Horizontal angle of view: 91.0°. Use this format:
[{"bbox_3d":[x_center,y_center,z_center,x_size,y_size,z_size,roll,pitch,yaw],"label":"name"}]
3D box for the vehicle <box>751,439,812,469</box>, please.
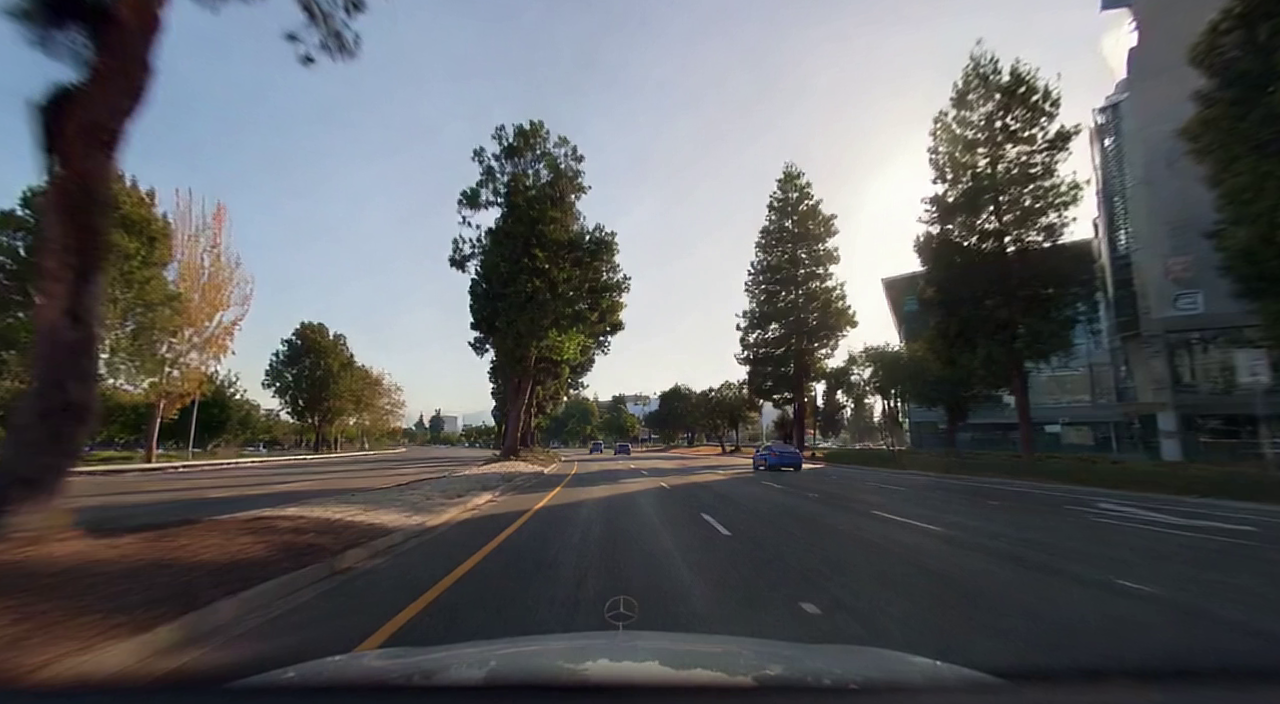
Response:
[{"bbox_3d":[7.580,5.513,34.118,1.908,1.483,4.474,1,-9,-5],"label":"vehicle"}]
